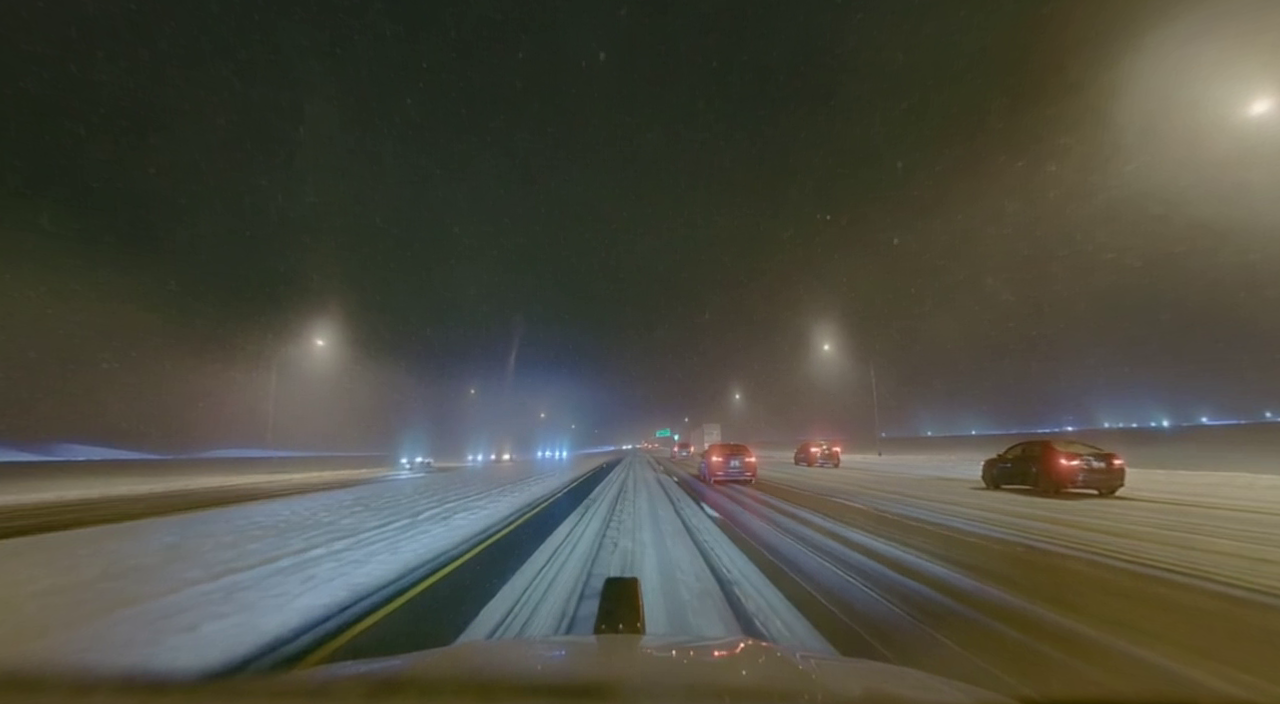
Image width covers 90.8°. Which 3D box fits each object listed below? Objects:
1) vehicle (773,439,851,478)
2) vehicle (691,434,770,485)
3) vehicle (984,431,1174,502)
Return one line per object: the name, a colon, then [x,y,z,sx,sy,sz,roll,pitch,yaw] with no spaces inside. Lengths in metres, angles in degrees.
vehicle: [7.027,4.400,26.341,1.952,1.442,4.259,0,-9,-2]
vehicle: [3.076,3.776,22.452,1.977,1.601,4.598,0,-9,-2]
vehicle: [10.902,2.849,16.147,1.844,1.560,4.085,0,-9,-1]
